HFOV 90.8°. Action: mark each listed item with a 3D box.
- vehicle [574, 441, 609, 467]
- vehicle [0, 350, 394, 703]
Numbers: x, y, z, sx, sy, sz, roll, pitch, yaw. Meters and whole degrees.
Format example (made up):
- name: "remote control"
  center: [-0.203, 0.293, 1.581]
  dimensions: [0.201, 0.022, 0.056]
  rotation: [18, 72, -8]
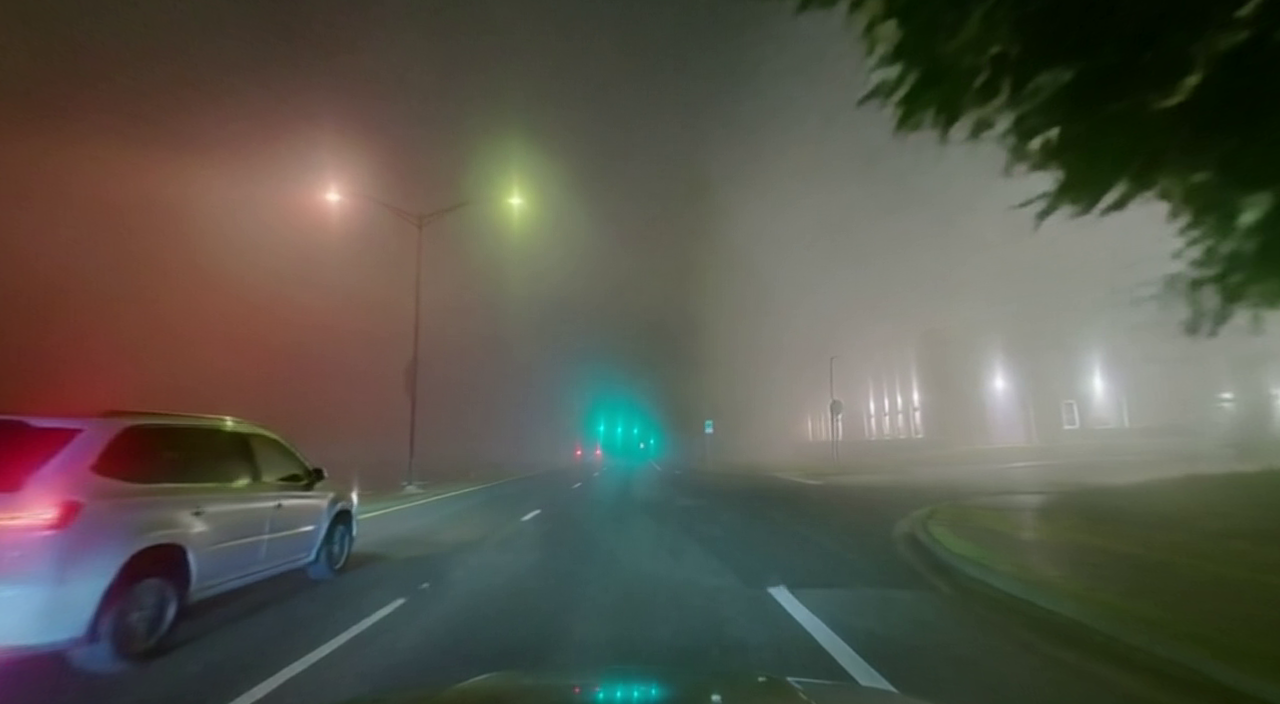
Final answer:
- name: "vehicle"
  center: [-3.533, 7.530, 46.794]
  dimensions: [2.179, 1.771, 4.267]
  rotation: [0, -8, 1]
- name: "vehicle"
  center: [-3.816, 1.115, 4.476]
  dimensions: [2.202, 1.685, 4.772]
  rotation: [0, -8, 0]
